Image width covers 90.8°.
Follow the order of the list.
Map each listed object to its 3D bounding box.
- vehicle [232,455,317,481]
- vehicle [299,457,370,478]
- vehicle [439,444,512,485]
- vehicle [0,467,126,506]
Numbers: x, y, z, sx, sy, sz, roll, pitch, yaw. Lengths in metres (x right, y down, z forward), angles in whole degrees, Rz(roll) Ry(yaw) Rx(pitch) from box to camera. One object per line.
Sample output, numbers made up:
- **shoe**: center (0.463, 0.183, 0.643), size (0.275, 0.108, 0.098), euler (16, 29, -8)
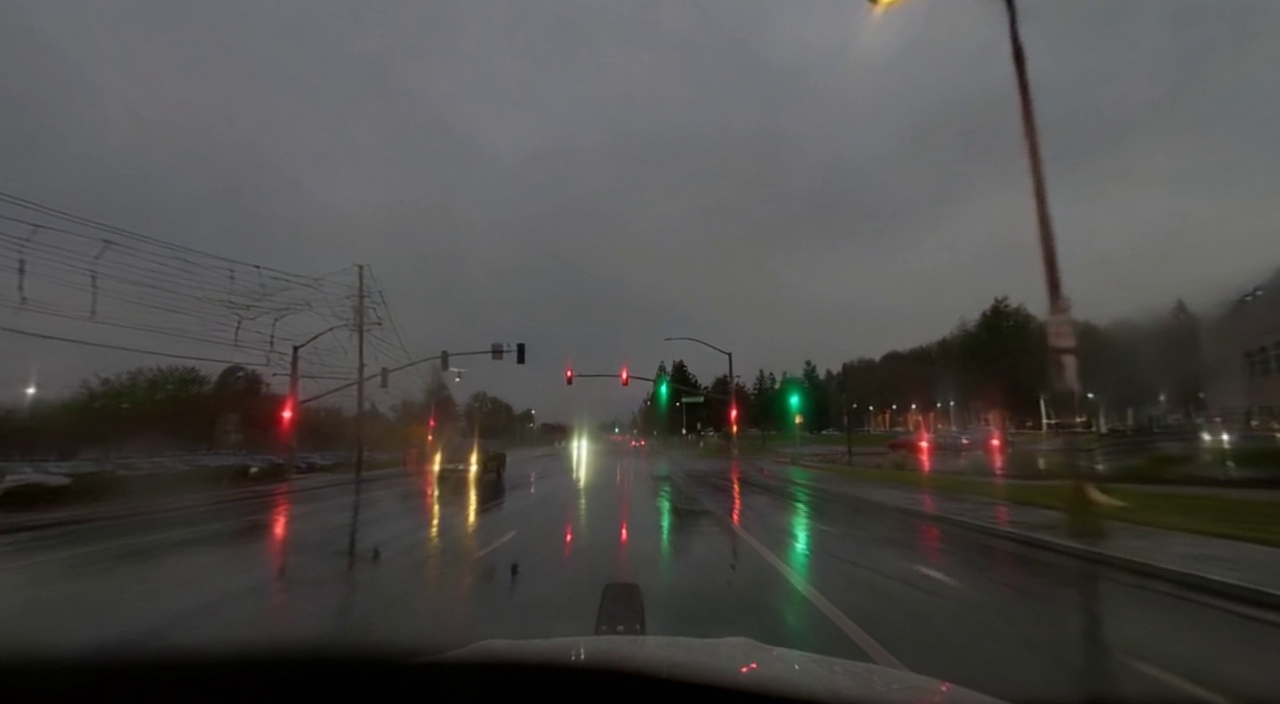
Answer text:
- **vehicle**: center (-25.665, 8.123, 44.432), size (4.722, 1.741, 2.142), euler (-1, -9, 7)
- **vehicle**: center (-22.716, 8.602, 47.100), size (4.298, 1.466, 1.921), euler (-1, -9, 3)
- **vehicle**: center (-6.398, 4.409, 25.100), size (1.928, 1.451, 4.219), euler (0, -9, -3)
- **vehicle**: center (-24.700, 5.612, 26.534), size (4.403, 1.465, 1.928), euler (0, -9, -3)
